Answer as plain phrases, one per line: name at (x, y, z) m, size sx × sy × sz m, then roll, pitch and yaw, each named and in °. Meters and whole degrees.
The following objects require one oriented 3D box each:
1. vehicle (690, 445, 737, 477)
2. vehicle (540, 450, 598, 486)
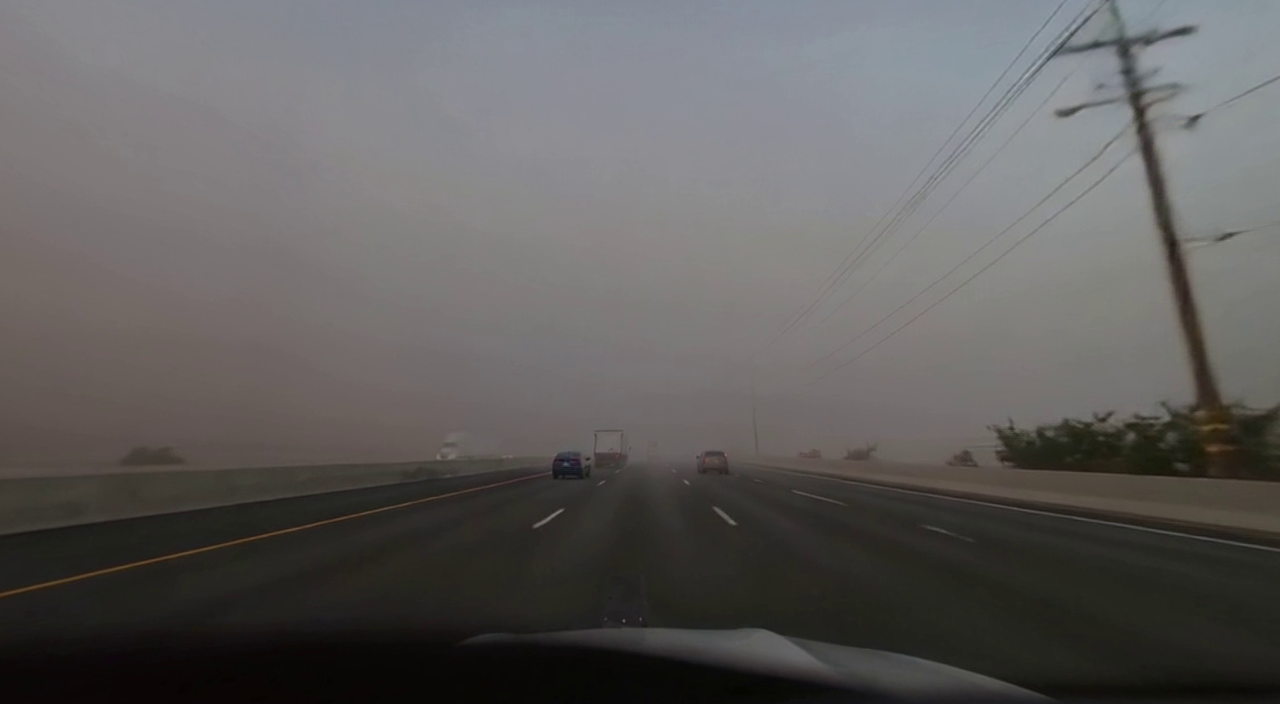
vehicle at (4.351, 6.548, 38.104) m, size 2.214 × 1.799 × 4.627 m, roll 0°, pitch -9°, yaw -1°
vehicle at (-3.088, 5.117, 28.135) m, size 2.004 × 1.498 × 4.043 m, roll 0°, pitch -9°, yaw 2°
